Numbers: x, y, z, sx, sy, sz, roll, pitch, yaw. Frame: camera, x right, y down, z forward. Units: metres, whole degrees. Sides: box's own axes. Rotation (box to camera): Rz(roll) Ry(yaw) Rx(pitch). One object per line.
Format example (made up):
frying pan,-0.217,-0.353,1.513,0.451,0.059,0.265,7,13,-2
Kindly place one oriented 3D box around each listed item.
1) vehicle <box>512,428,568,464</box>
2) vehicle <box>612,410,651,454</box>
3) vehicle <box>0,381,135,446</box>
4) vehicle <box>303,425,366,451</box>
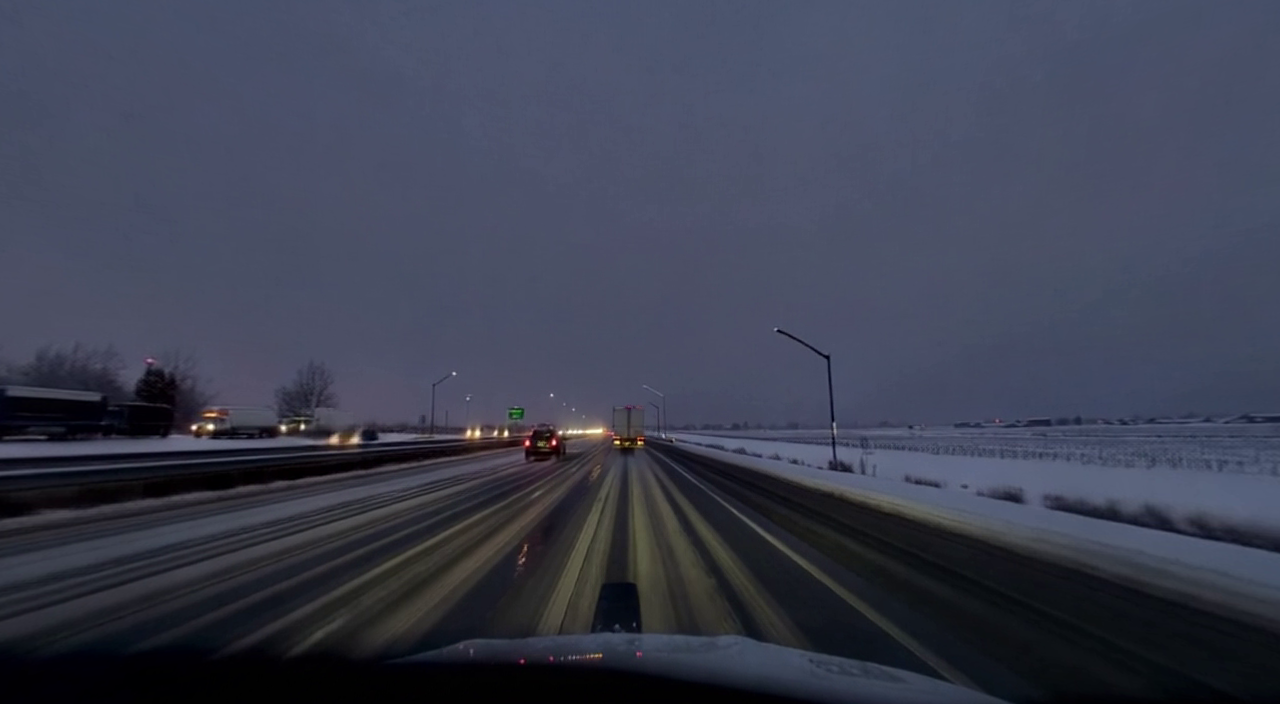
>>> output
vehicle,-4.555,4.345,29.189,1.932,1.544,3.864,0,-8,0
vehicle,-0.615,5.423,42.333,2.418,2.704,6.445,0,-8,-2
vehicle,-41.738,4.339,43.059,2.900,4.061,14.421,1,-8,-3
vehicle,-19.134,5.418,39.619,1.823,1.492,4.154,0,-8,1
